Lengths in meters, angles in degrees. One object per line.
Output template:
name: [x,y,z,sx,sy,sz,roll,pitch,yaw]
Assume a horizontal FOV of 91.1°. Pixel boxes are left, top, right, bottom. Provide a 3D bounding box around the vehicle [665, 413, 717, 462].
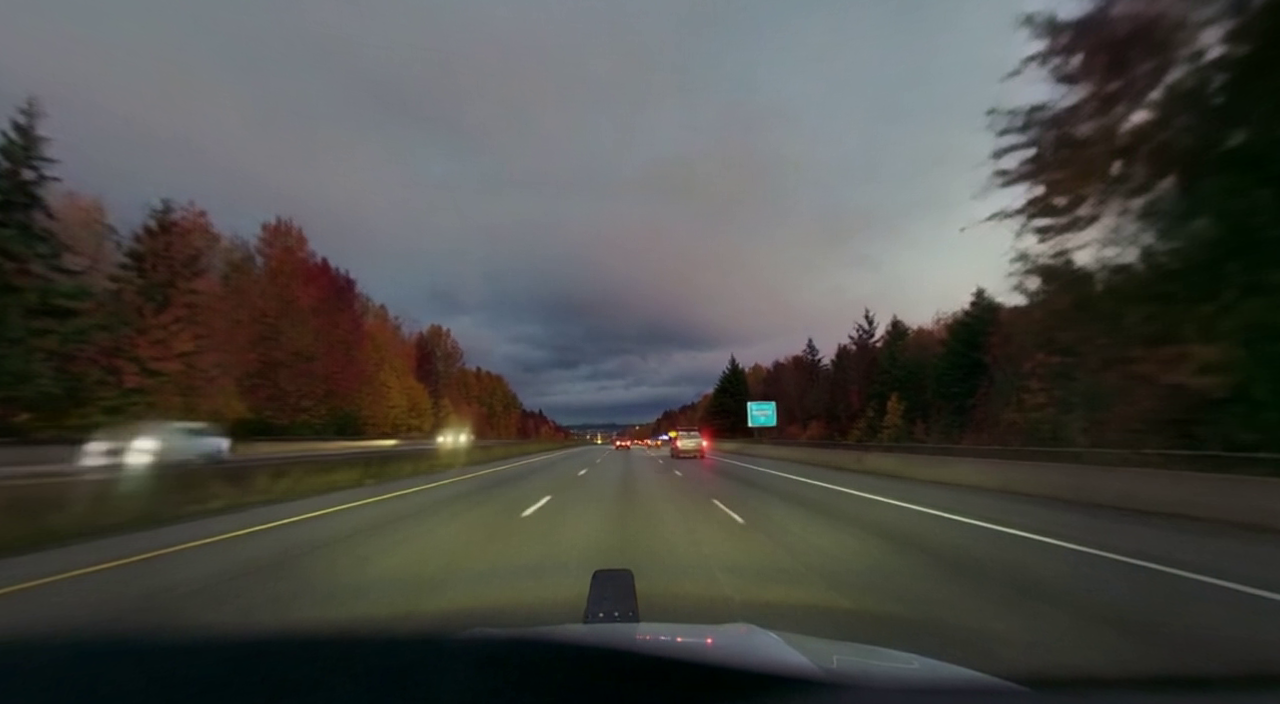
vehicle: [2.878,5.023,36.946,2.411,2.614,5.781,0,-8,-1]
